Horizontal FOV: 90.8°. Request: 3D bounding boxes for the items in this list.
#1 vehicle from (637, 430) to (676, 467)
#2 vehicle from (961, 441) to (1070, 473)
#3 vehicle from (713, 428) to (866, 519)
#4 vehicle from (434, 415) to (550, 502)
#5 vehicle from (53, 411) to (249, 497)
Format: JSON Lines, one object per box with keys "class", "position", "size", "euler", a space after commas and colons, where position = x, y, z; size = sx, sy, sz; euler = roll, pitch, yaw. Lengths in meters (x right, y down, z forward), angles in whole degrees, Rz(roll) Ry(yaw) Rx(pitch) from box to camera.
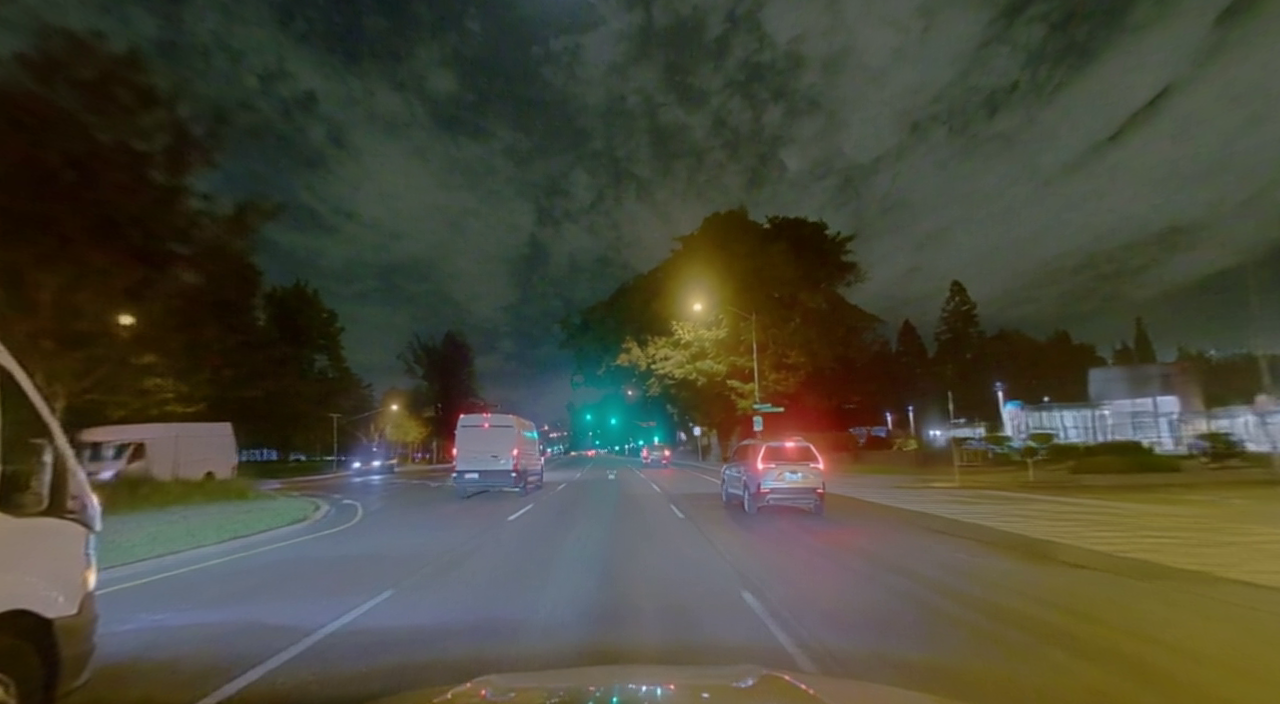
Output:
{"class": "vehicle", "position": [1.176, 7.269, 47.661], "size": [2.397, 2.566, 5.324], "euler": [0, -9, -4]}
{"class": "vehicle", "position": [18.171, 5.076, 30.633], "size": [4.210, 1.480, 1.922], "euler": [1, -9, -11]}
{"class": "vehicle", "position": [3.030, 2.595, 14.006], "size": [2.087, 1.658, 4.612], "euler": [0, -9, -2]}
{"class": "vehicle", "position": [-4.138, 3.095, 18.617], "size": [2.420, 2.227, 4.499], "euler": [0, -9, -1]}
{"class": "vehicle", "position": [-23.181, 4.939, 30.840], "size": [2.883, 3.560, 8.400], "euler": [0, -9, -1]}
